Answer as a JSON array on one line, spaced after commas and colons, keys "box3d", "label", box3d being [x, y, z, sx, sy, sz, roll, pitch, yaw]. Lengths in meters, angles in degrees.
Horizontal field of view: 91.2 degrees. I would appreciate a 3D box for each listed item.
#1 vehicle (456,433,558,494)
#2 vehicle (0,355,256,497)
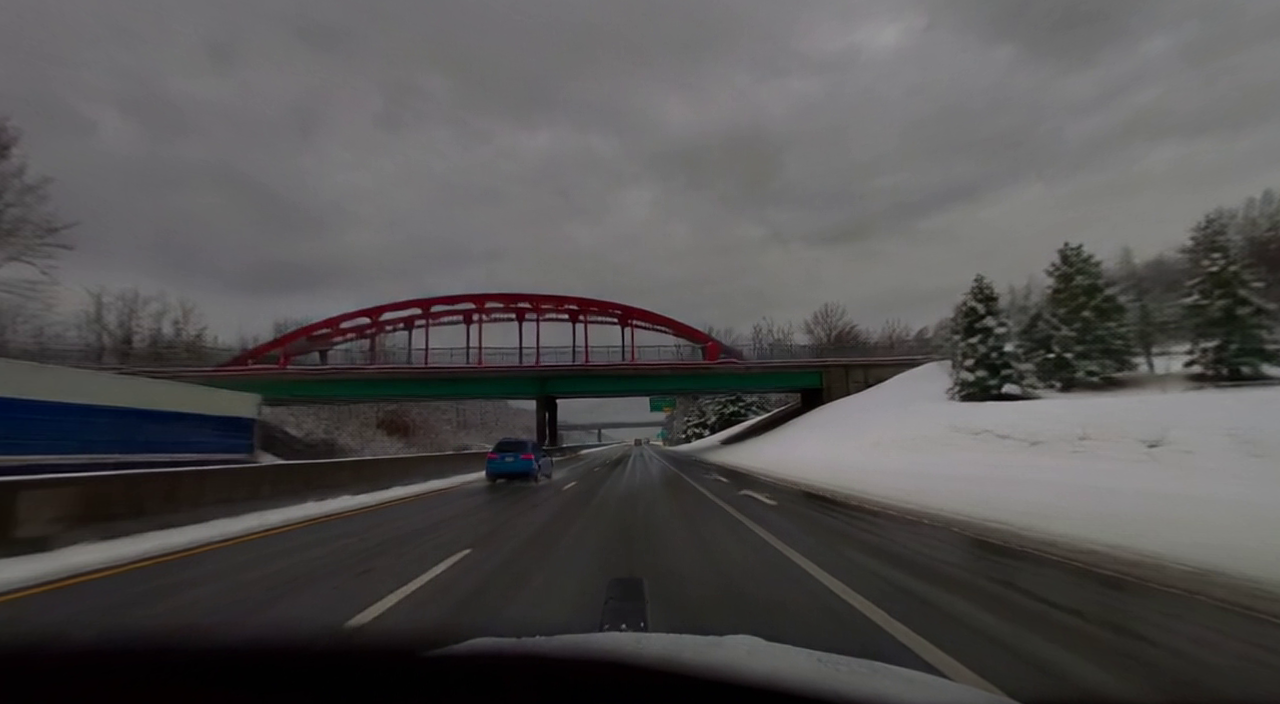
[{"box3d": [-3.740, 3.224, 18.529, 2.052, 1.556, 4.405, 0, -8, 0], "label": "vehicle"}, {"box3d": [-18.667, 2.677, 21.449, 2.891, 3.794, 13.043, 0, -8, 0], "label": "vehicle"}]
